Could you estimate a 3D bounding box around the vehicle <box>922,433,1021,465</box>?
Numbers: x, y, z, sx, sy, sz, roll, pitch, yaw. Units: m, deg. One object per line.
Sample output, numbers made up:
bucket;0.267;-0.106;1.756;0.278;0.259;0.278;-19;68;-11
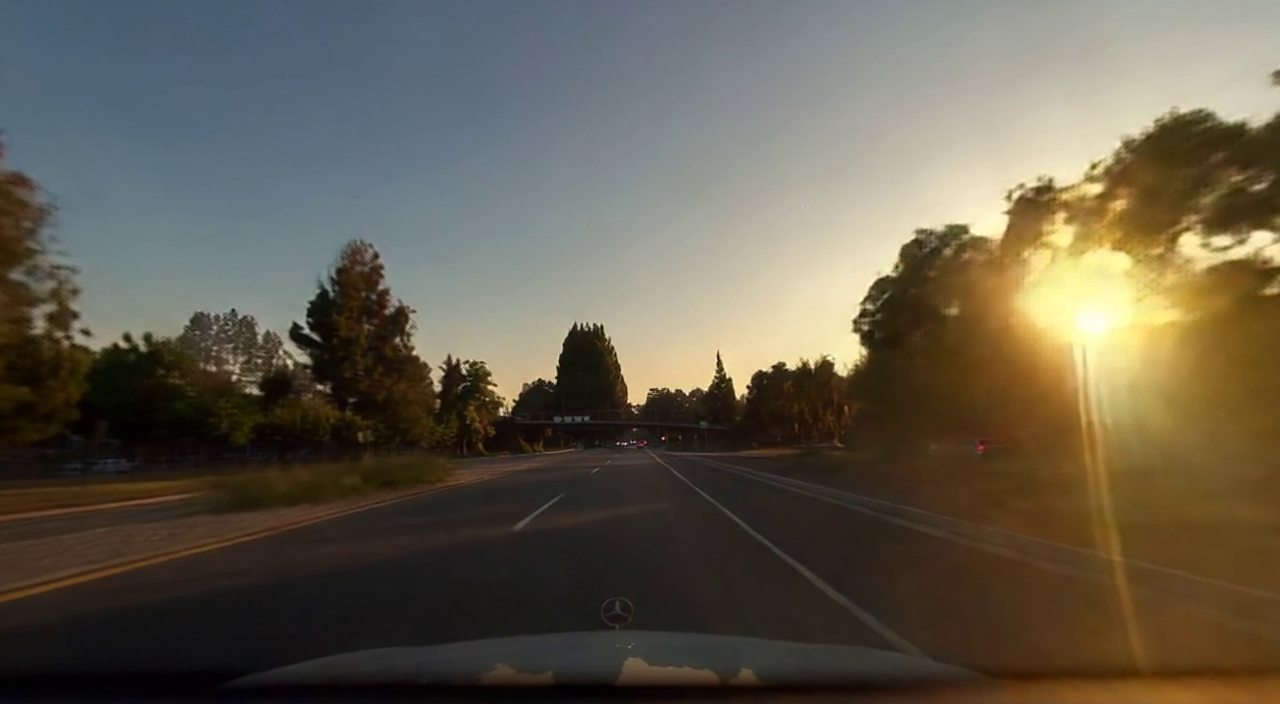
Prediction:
vehicle;21.265;6.231;40.672;2.328;1.916;5.227;3;-9;-23
